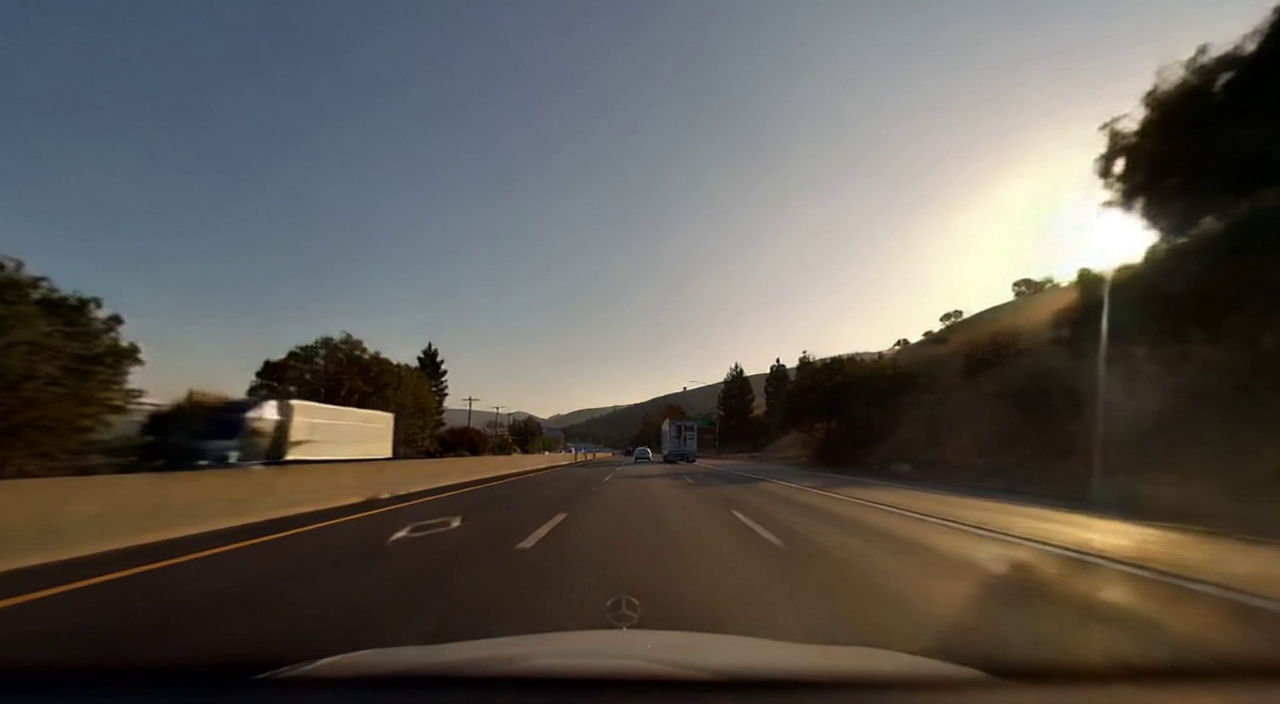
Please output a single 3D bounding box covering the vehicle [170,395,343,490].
[{"bbox_3d":[-18.213,4.480,30.916,3.033,3.995,8.483,-1,-9,0],"label":"vehicle"}]
